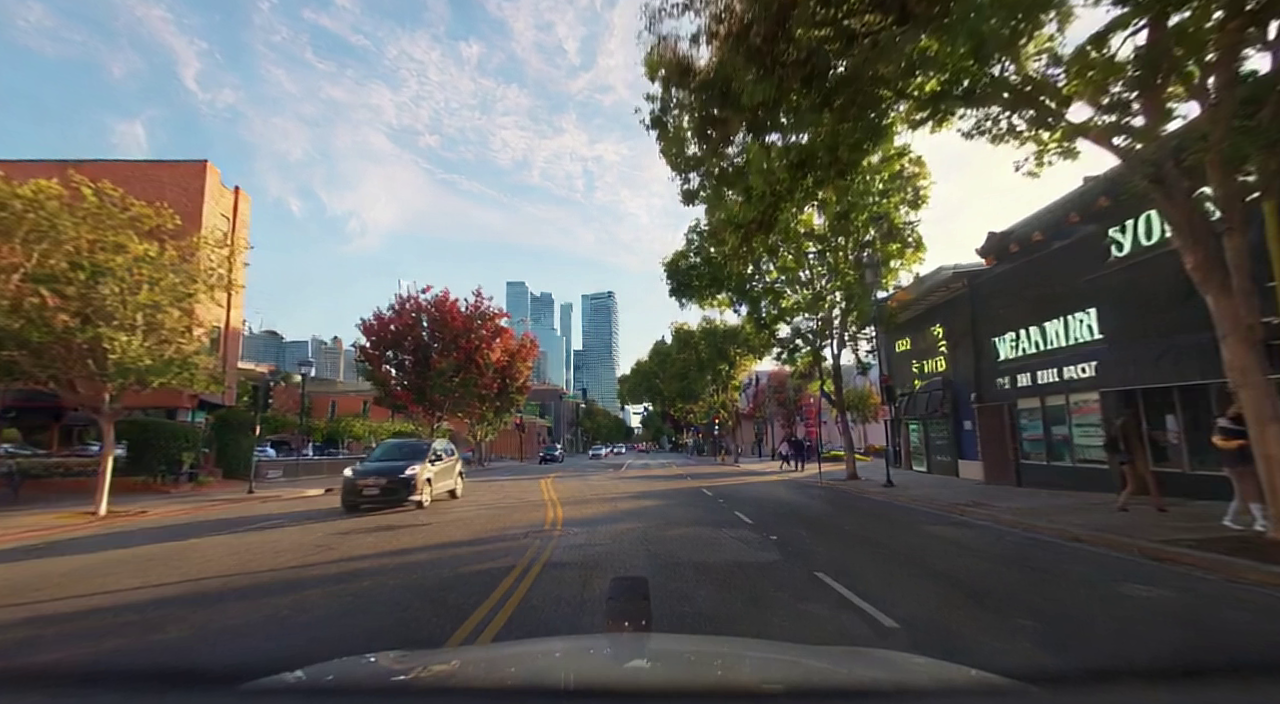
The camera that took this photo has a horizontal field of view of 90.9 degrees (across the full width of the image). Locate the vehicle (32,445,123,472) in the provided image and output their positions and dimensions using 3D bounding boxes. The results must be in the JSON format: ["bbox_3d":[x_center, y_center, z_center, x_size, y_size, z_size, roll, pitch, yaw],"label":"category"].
[{"bbox_3d":[-37.772,7.156,42.391,4.267,1.730,1.934,0,-8,1],"label":"vehicle"}]

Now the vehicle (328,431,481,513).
[{"bbox_3d":[-5.580,2.882,15.691,2.055,1.714,4.374,0,-8,1],"label":"vehicle"}]
